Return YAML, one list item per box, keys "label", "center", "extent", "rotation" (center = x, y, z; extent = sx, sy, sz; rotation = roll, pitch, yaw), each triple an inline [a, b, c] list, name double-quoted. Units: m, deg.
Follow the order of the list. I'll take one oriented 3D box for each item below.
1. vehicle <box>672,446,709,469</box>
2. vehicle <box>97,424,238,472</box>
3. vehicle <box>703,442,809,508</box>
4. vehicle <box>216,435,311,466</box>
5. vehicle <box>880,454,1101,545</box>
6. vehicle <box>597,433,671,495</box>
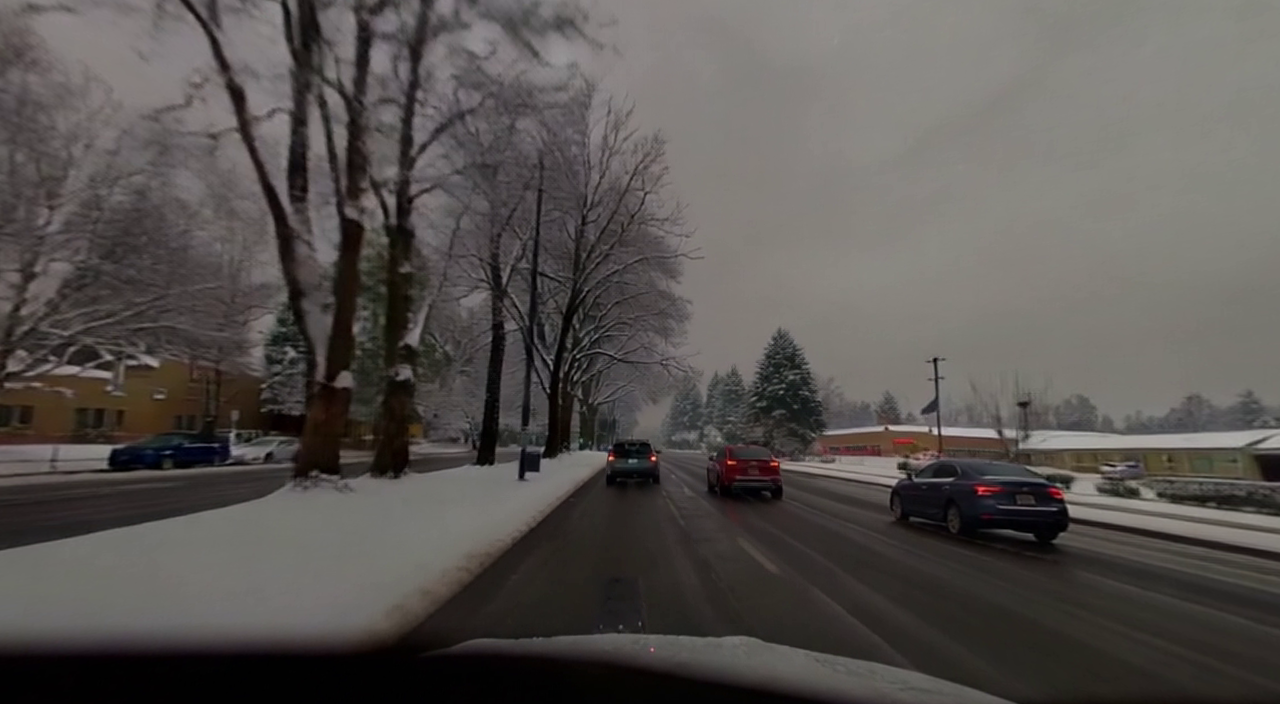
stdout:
- label: "vehicle"
  center: [3.299, 6.938, 41.510]
  extent: [2.012, 1.462, 4.163]
  rotation: [0, -9, -1]
- label: "vehicle"
  center: [-19.097, 3.922, 25.735]
  extent: [1.903, 1.768, 4.985]
  rotation: [0, -9, 0]
- label: "vehicle"
  center: [2.928, 3.191, 16.805]
  extent: [1.932, 1.510, 4.168]
  rotation: [0, -9, -1]
- label: "vehicle"
  center: [-18.949, 4.989, 31.926]
  extent: [1.851, 1.477, 4.891]
  rotation: [0, -9, -1]
- label: "vehicle"
  center: [6.747, 2.832, 12.756]
  extent: [1.944, 1.458, 4.268]
  rotation: [0, -9, -1]
- label: "vehicle"
  center: [-0.162, 3.395, 19.360]
  extent: [2.008, 1.674, 4.239]
  rotation: [0, -9, 0]
